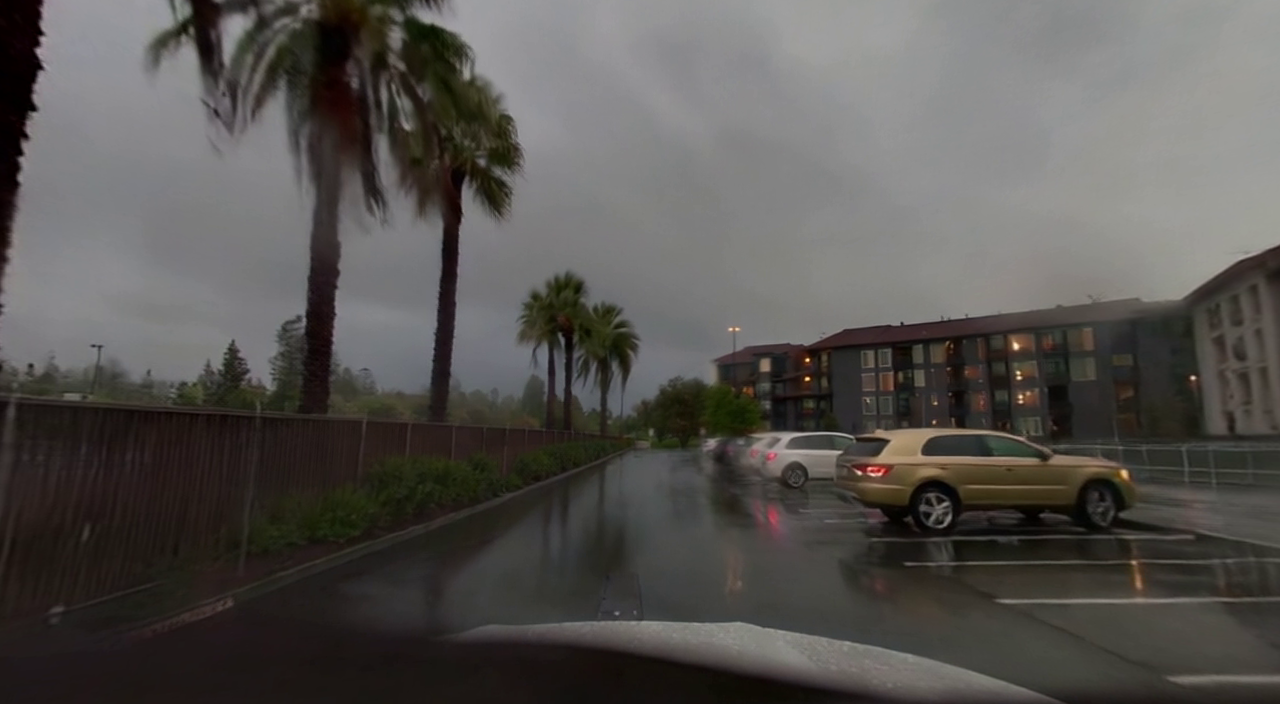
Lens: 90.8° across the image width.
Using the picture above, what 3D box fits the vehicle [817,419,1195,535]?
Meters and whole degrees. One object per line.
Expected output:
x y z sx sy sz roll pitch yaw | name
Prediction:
6.146 2.144 11.154 5.381 1.826 2.047 0 -9 -2 | vehicle
